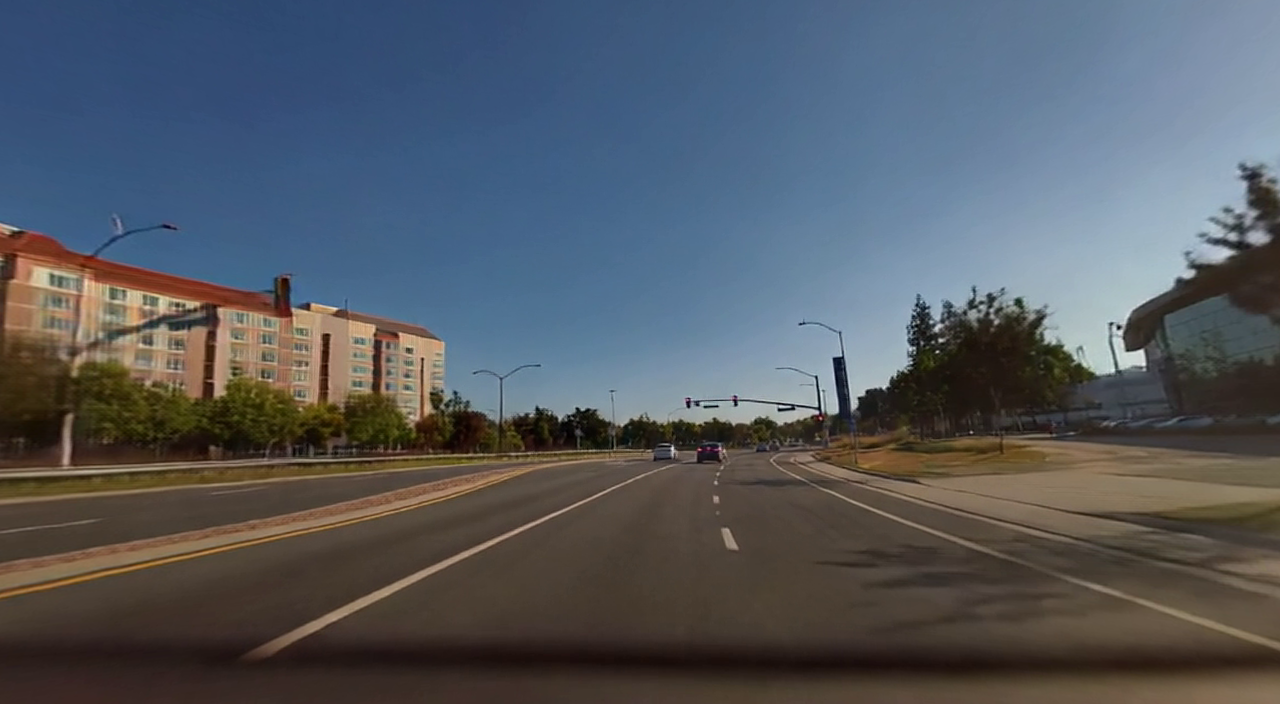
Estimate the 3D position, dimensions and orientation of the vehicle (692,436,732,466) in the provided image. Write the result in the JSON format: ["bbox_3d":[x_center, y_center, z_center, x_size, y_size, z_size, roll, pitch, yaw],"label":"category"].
[{"bbox_3d":[5.101,6.903,44.099,2.356,1.931,4.840,-2,-9,10],"label":"vehicle"}]

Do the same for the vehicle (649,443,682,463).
[{"bbox_3d":[2.013,7.864,49.133,1.952,1.472,4.312,-2,-9,11],"label":"vehicle"}]
